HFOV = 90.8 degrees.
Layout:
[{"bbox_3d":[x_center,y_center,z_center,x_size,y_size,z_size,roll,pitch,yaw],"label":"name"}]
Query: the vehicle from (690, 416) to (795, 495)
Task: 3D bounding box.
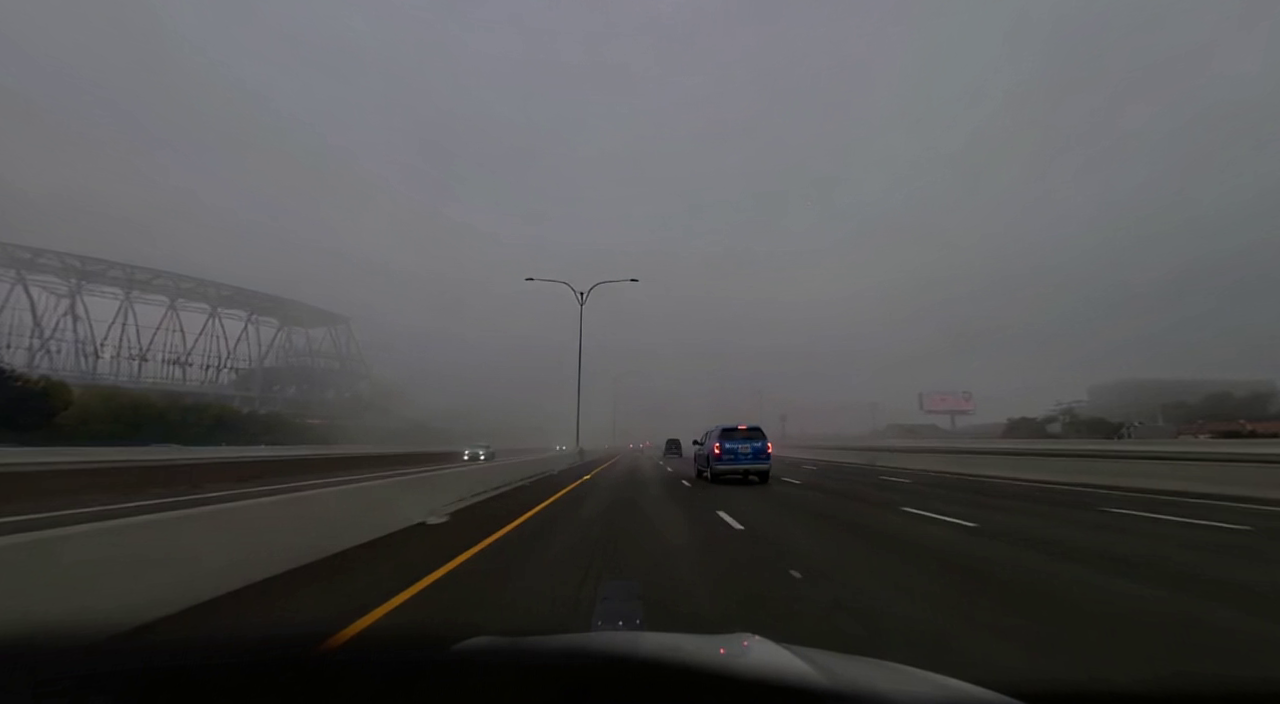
[{"bbox_3d":[2.832,3.036,18.776,2.199,2.002,4.970,0,-8,-1],"label":"vehicle"}]
